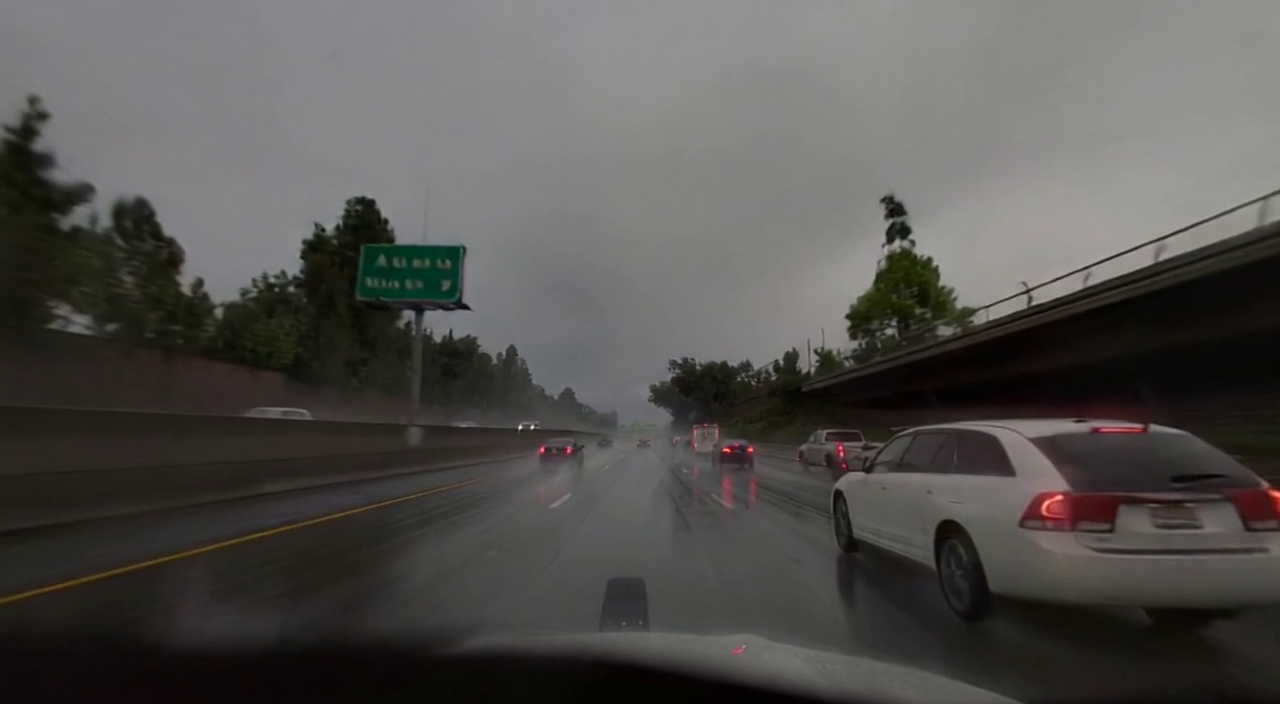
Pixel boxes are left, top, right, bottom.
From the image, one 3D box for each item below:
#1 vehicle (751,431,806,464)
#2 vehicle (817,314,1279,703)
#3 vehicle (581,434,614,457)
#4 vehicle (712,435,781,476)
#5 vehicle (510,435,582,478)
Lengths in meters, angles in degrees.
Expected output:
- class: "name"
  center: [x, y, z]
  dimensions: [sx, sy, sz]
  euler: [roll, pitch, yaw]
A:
- class: "vehicle"
  center: [7.740, 5.403, 35.686]
  dimensions: [2.041, 1.712, 4.374]
  euler: [0, -8, -1]
- class: "vehicle"
  center: [3.715, 1.161, 5.867]
  dimensions: [2.517, 1.935, 5.552]
  euler: [0, -8, 0]
- class: "vehicle"
  center: [-3.123, 6.979, 47.143]
  dimensions: [2.020, 1.628, 4.248]
  euler: [0, -8, 1]
- class: "vehicle"
  center: [4.079, 4.030, 24.783]
  dimensions: [1.953, 1.480, 4.053]
  euler: [0, -8, -1]
- class: "vehicle"
  center: [-3.469, 3.925, 23.993]
  dimensions: [1.978, 1.473, 4.073]
  euler: [0, -8, 2]
